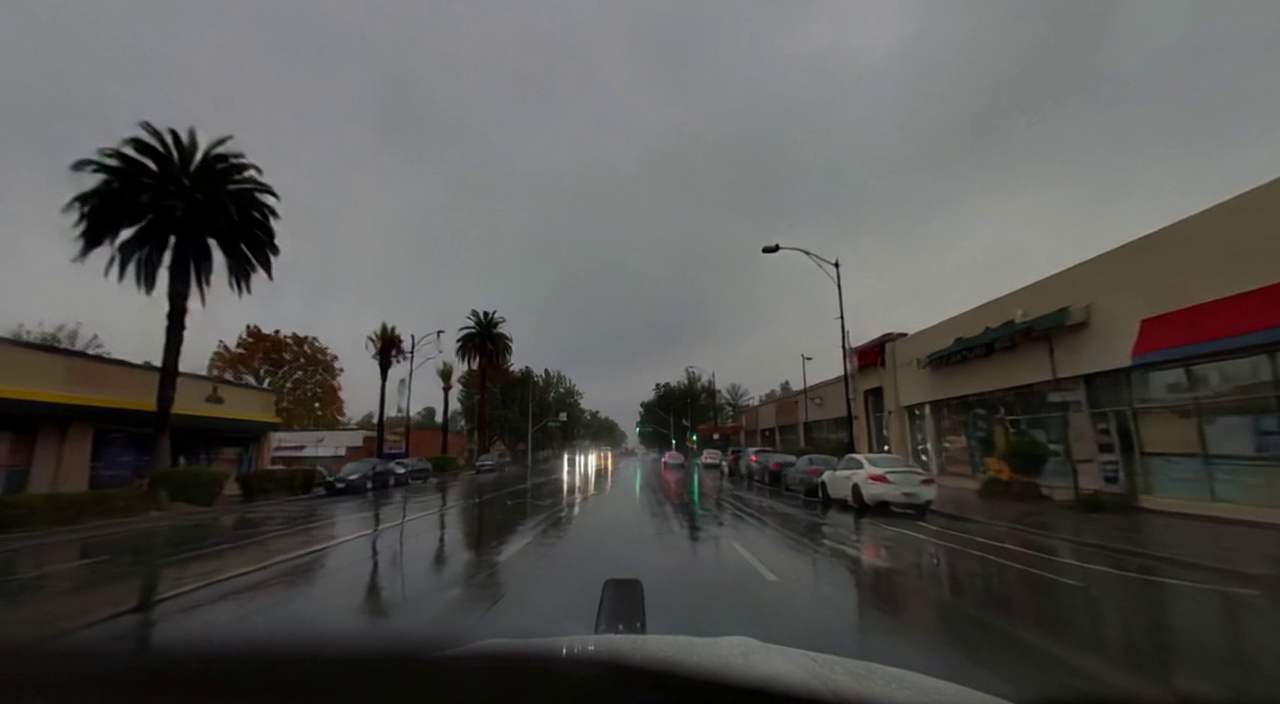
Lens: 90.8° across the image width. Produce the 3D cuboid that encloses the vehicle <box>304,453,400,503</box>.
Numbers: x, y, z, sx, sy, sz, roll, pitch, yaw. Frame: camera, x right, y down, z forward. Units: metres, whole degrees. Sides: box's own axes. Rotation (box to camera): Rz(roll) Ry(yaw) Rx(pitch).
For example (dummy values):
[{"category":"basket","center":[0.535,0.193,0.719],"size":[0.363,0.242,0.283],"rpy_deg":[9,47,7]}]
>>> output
[{"category":"vehicle","center":[-12.890,5.618,28.692],"size":[1.975,1.570,5.265],"rpy_deg":[-8,-7,-3]}]

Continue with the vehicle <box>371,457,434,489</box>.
[{"category":"vehicle","center":[-12.862,6.572,34.573],"size":[1.838,1.515,4.432],"rpy_deg":[0,-8,-2]}]

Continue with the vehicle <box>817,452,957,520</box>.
[{"category":"vehicle","center":[6.458,3.515,17.191],"size":[1.840,1.503,4.760],"rpy_deg":[0,-8,-1]}]
